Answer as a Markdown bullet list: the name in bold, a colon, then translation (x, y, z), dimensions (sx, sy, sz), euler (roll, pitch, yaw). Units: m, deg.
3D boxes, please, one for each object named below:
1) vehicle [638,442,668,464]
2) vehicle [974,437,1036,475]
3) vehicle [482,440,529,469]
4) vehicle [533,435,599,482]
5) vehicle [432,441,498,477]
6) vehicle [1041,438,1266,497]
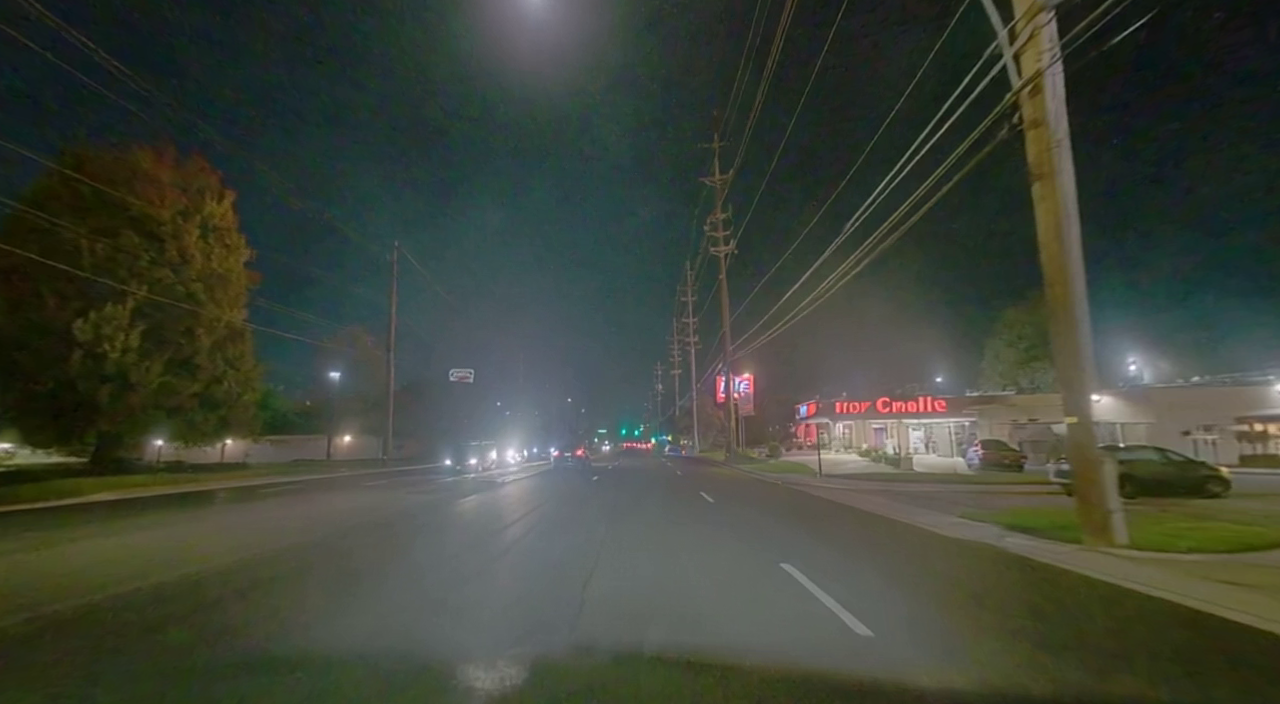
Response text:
- **vehicle**: translation (0.919, 7.111, 44.323), dimensions (1.978, 1.455, 4.195), euler (0, -9, 2)
- **vehicle**: translation (16.594, 4.659, 28.498), dimensions (2.080, 1.530, 5.079), euler (-5, -10, 32)
- **vehicle**: translation (-7.843, 6.029, 37.153), dimensions (1.795, 1.607, 4.059), euler (0, -9, 1)
- **vehicle**: translation (-2.783, 4.124, 24.710), dimensions (2.047, 1.664, 4.148), euler (0, -9, 1)
- **vehicle**: translation (-7.751, 4.779, 28.324), dimensions (1.760, 1.487, 3.890), euler (0, -9, 1)
- **vehicle**: translation (14.162, 3.165, 17.558), dimensions (4.710, 1.497, 2.116), euler (1, -9, -9)
